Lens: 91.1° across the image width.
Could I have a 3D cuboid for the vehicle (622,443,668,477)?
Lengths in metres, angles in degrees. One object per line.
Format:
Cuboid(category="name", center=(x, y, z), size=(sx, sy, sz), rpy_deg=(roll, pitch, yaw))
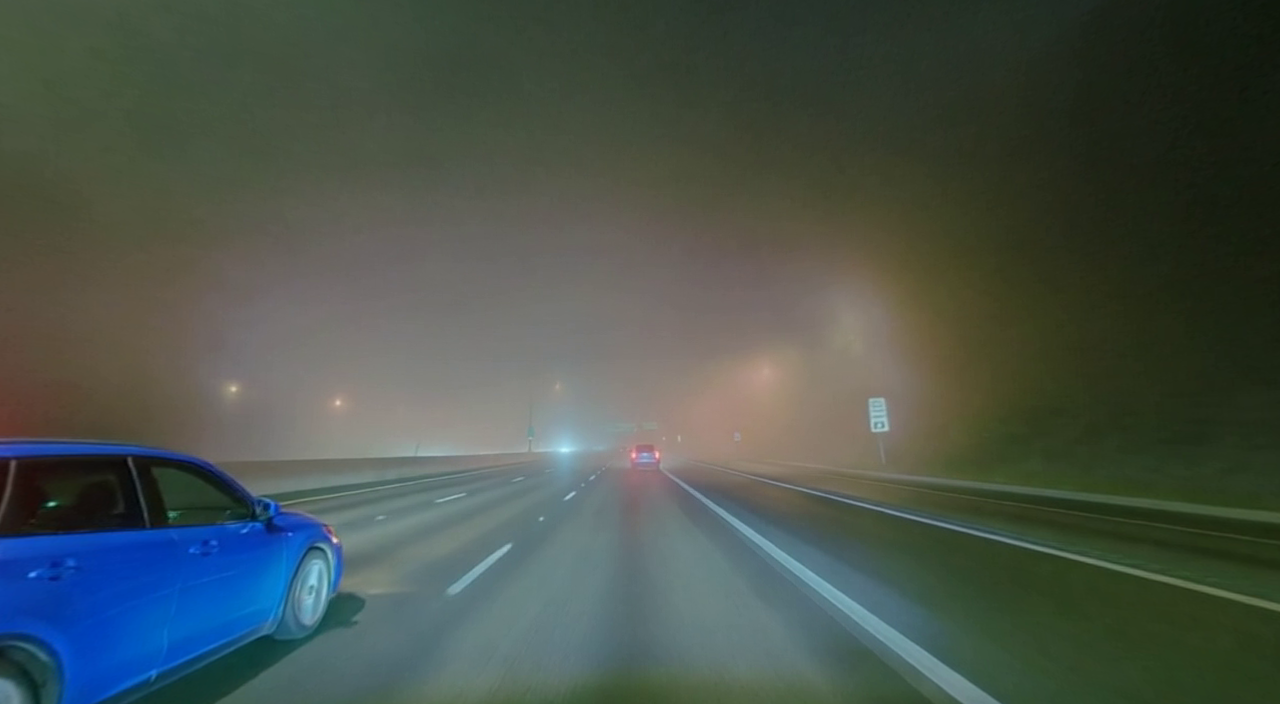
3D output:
Cuboid(category="vehicle", center=(0.224, 5.245, 30.785), size=(2.055, 1.501, 4.321), rpy_deg=(0, -9, 0))
